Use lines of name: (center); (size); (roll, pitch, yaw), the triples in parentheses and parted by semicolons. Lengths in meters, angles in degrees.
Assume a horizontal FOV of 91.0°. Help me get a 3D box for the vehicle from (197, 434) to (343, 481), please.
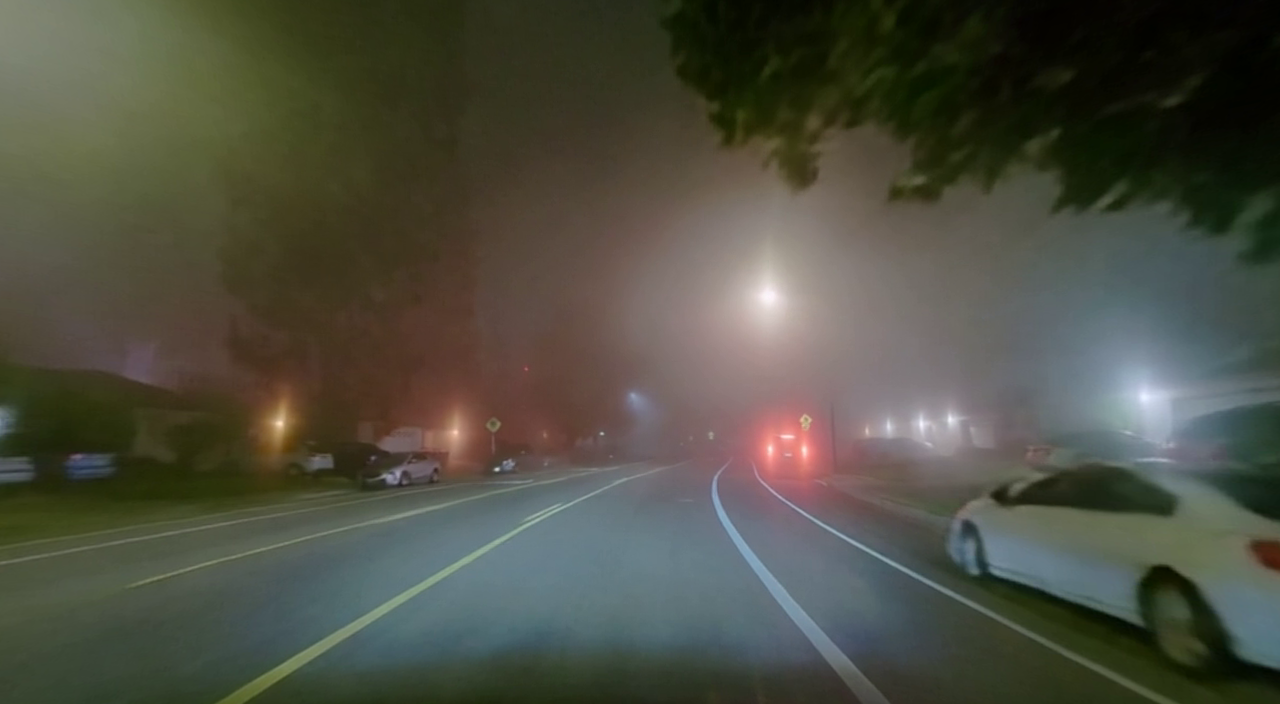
vehicle: (-16.323, 4.622, 27.897); (5.192, 1.915, 2.200); (-1, -8, 8)

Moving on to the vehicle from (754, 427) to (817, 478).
vehicle: (6.900, 4.853, 30.623); (2.574, 2.156, 6.672); (-2, -9, 10)

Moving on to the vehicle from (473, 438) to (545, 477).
vehicle: (-7.817, 6.360, 38.169); (2.450, 1.998, 5.367); (-5, -9, 9)

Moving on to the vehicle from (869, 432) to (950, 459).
vehicle: (18.215, 6.326, 42.812); (4.637, 1.661, 2.158); (-3, -8, 13)

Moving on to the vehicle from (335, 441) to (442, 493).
vehicle: (-9.962, 4.557, 25.409); (2.105, 1.776, 4.657); (-4, -9, 5)

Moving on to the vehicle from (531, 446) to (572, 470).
vehicle: (-6.423, 7.736, 46.087); (1.967, 1.488, 4.216); (-6, -9, 5)

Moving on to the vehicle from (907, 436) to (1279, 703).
vehicle: (4.354, 1.441, 4.744); (2.293, 1.516, 5.391); (1, -8, -1)

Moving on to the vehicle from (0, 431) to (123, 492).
vehicle: (-19.609, 3.431, 20.099); (4.662, 1.684, 1.997); (1, -8, 8)
